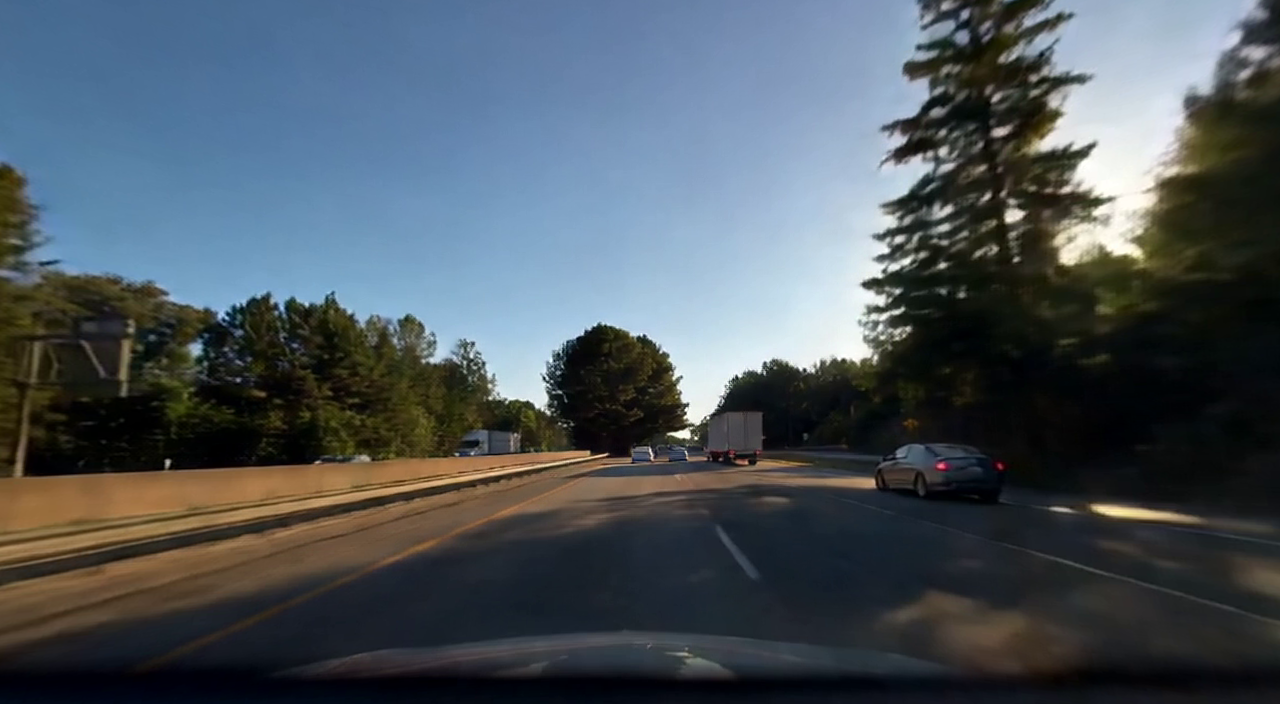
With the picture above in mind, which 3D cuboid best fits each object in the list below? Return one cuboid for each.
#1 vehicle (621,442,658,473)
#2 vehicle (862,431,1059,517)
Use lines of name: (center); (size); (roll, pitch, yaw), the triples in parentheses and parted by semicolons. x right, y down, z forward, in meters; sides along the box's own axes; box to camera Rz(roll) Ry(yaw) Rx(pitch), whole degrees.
vehicle: (-0.009, 6.373, 38.155); (2.114, 1.706, 4.106); (0, -9, 1)
vehicle: (7.019, 2.719, 14.517); (2.011, 1.638, 4.737); (0, -9, 0)
